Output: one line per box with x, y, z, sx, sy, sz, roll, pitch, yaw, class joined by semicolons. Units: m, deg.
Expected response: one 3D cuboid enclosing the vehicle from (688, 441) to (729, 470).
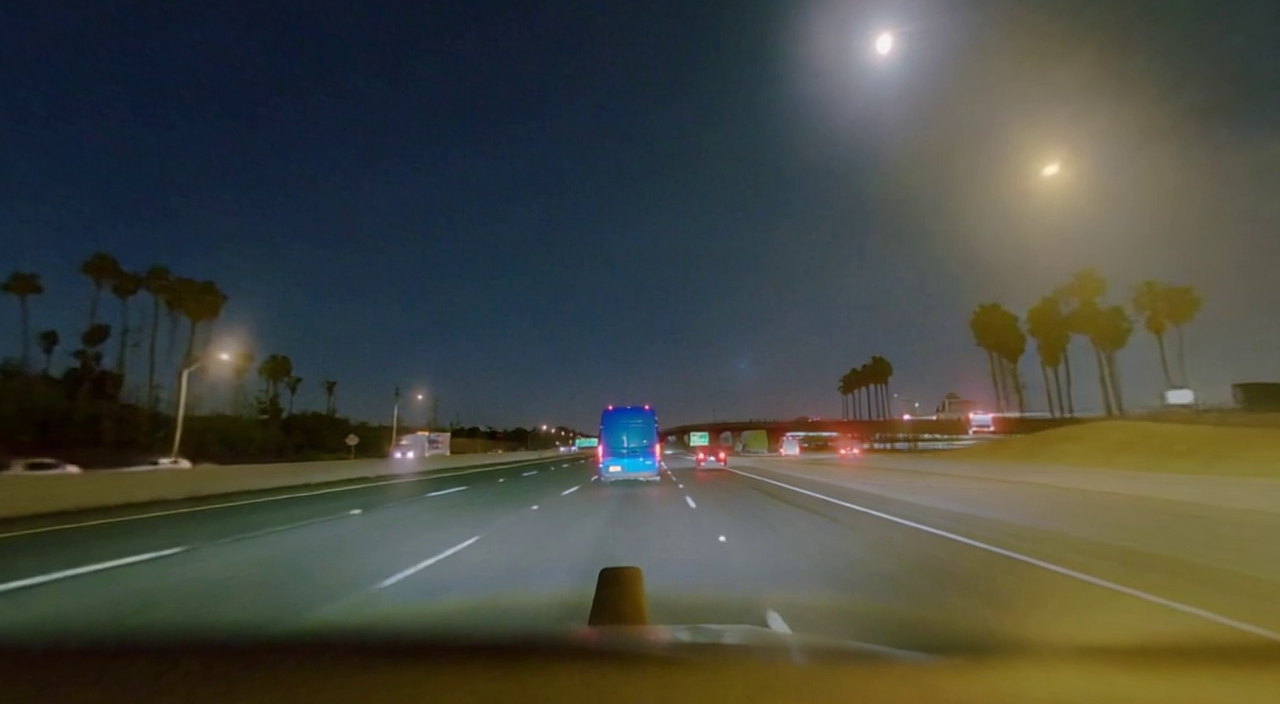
4.041;6.191;37.675;1.987;1.648;3.984;0;-9;0;vehicle

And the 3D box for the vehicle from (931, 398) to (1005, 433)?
23.396;4.642;45.126;2.445;2.240;5.659;-1;-8;3;vehicle

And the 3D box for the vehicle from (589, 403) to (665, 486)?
-0.313;3.503;23.816;2.476;2.776;5.598;0;-9;3;vehicle
